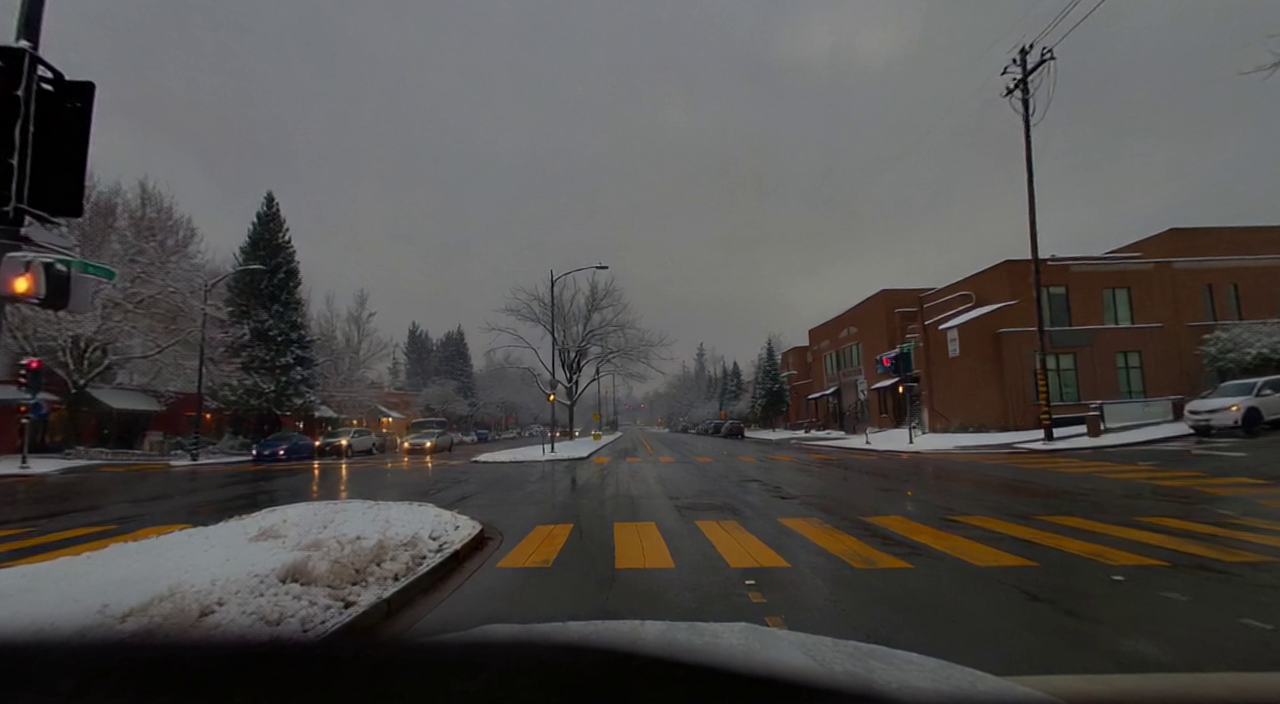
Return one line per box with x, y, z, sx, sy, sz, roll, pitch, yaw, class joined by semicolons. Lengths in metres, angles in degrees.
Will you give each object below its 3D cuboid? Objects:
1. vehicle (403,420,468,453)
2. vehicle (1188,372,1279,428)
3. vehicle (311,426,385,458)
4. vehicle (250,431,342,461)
-11.773;4.939;36.778;2.118;1.809;4.591;0;-8;2;vehicle
22.365;1.620;22.231;4.531;1.753;1.964;-2;-2;-5;vehicle
-18.258;5.677;39.847;2.225;1.871;5.189;0;-8;0;vehicle
-18.057;4.973;33.517;1.939;1.430;5.533;0;-8;-2;vehicle
